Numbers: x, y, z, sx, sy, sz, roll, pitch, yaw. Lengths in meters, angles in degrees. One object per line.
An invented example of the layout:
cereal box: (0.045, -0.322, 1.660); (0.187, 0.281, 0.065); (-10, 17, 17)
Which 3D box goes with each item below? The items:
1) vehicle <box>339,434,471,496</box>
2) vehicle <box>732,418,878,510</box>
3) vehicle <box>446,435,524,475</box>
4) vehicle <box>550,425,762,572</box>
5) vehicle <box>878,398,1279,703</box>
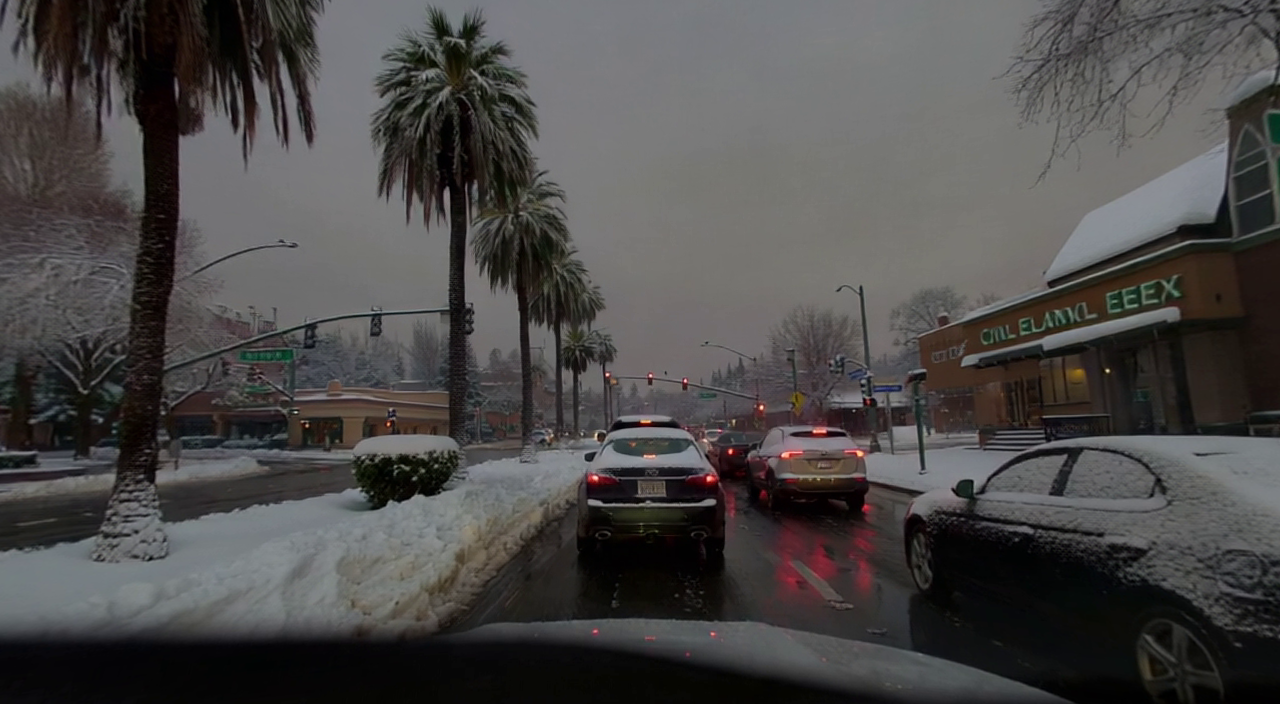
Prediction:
vehicle: (-6.266, 3.049, 17.396); (1.900, 1.487, 4.165); (0, -8, 2)
vehicle: (3.487, 2.472, 14.316); (2.169, 1.751, 4.276); (0, -8, 0)
vehicle: (-6.060, 4.094, 25.217); (1.822, 1.456, 4.396); (0, -8, 2)
vehicle: (0.175, 1.787, 8.463); (2.140, 1.474, 4.026); (0, -8, 0)
vehicle: (3.541, 1.227, 4.492); (1.910, 1.490, 4.661); (0, -8, 1)
